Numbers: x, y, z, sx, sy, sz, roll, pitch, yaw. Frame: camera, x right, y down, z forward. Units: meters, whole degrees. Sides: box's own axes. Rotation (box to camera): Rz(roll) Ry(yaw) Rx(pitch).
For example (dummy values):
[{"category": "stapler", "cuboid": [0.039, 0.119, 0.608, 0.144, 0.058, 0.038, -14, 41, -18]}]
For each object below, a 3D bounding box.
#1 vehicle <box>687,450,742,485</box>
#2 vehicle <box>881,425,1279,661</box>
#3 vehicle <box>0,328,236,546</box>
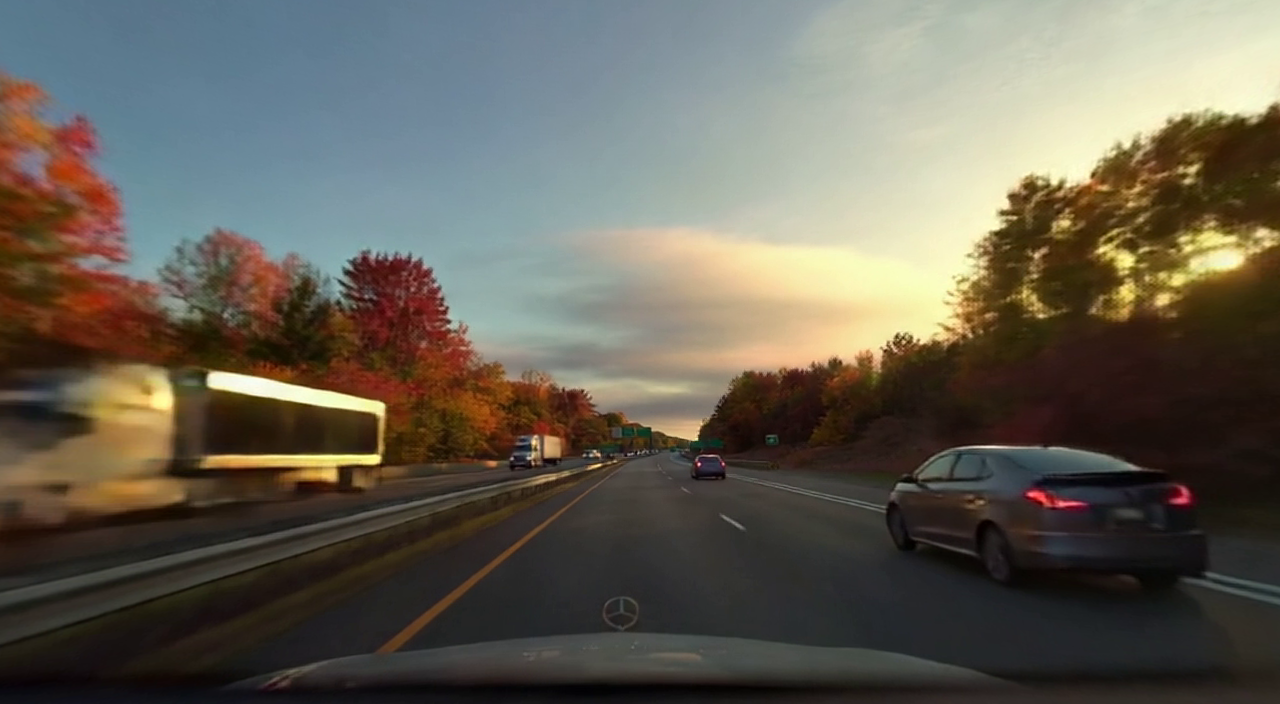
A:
[{"category": "vehicle", "cuboid": [3.501, 5.518, 30.261, 2.070, 1.546, 4.648, 0, -9, 0]}, {"category": "vehicle", "cuboid": [4.385, 1.607, 6.371, 2.119, 1.557, 4.163, 0, -9, -1]}, {"category": "vehicle", "cuboid": [-13.335, 2.000, 14.788, 3.253, 4.062, 6.069, 0, -9, 1]}]
